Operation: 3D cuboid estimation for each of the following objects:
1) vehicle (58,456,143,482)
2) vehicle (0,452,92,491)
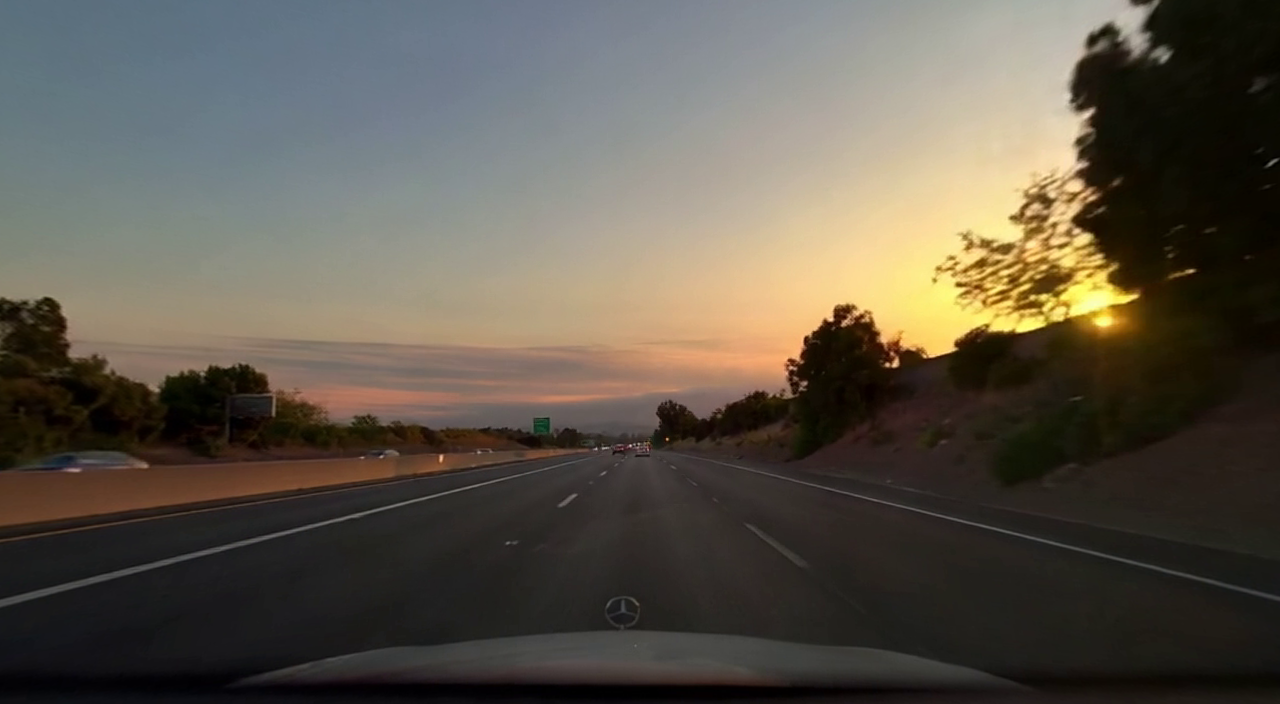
[{"bbox_3d":[-35.852,7.759,42.002,1.862,1.570,4.280,0,-9,0],"label":"vehicle"},{"bbox_3d":[-28.407,5.474,29.215,1.944,1.597,4.354,0,-9,1],"label":"vehicle"}]
